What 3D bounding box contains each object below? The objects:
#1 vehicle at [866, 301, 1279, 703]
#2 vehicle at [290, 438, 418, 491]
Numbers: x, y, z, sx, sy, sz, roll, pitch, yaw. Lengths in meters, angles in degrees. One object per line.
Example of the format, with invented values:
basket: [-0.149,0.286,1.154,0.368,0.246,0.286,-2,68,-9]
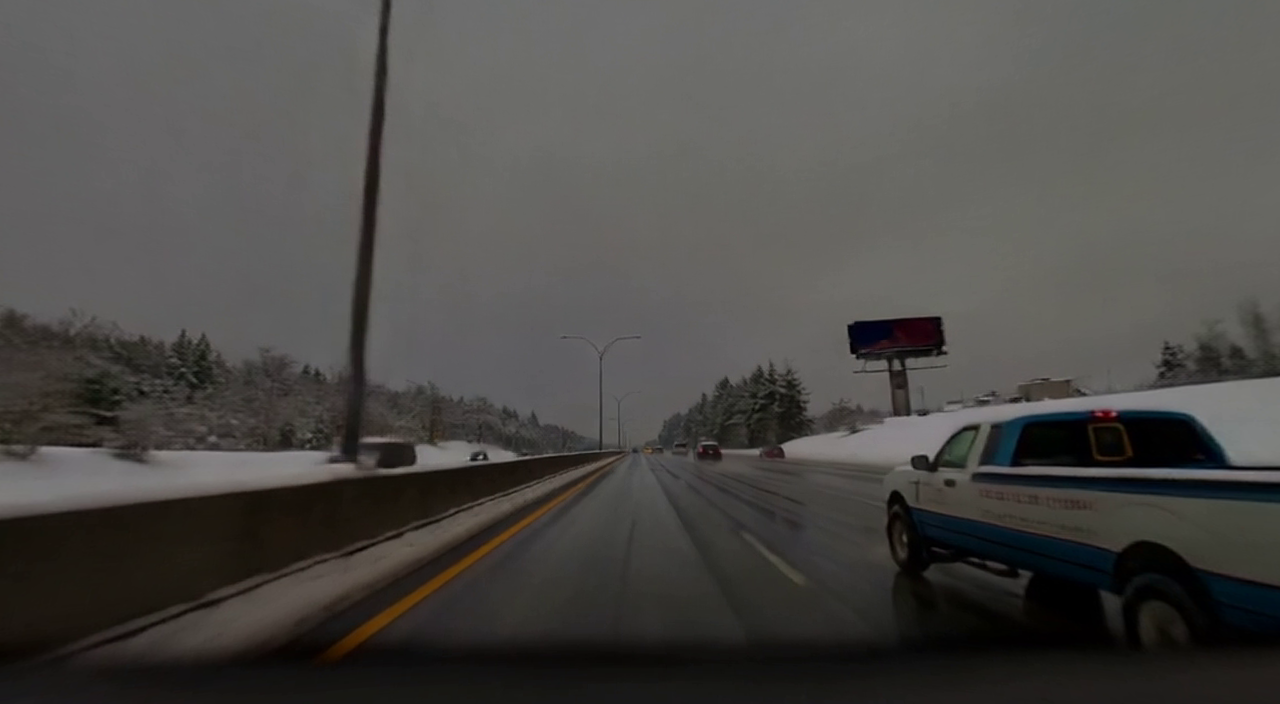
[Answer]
vehicle: [3.143,0.927,3.701,1.973,1.710,4.476,0,-9,0]
vehicle: [-11.079,4.389,25.109,2.327,1.801,5.846,0,-9,0]
